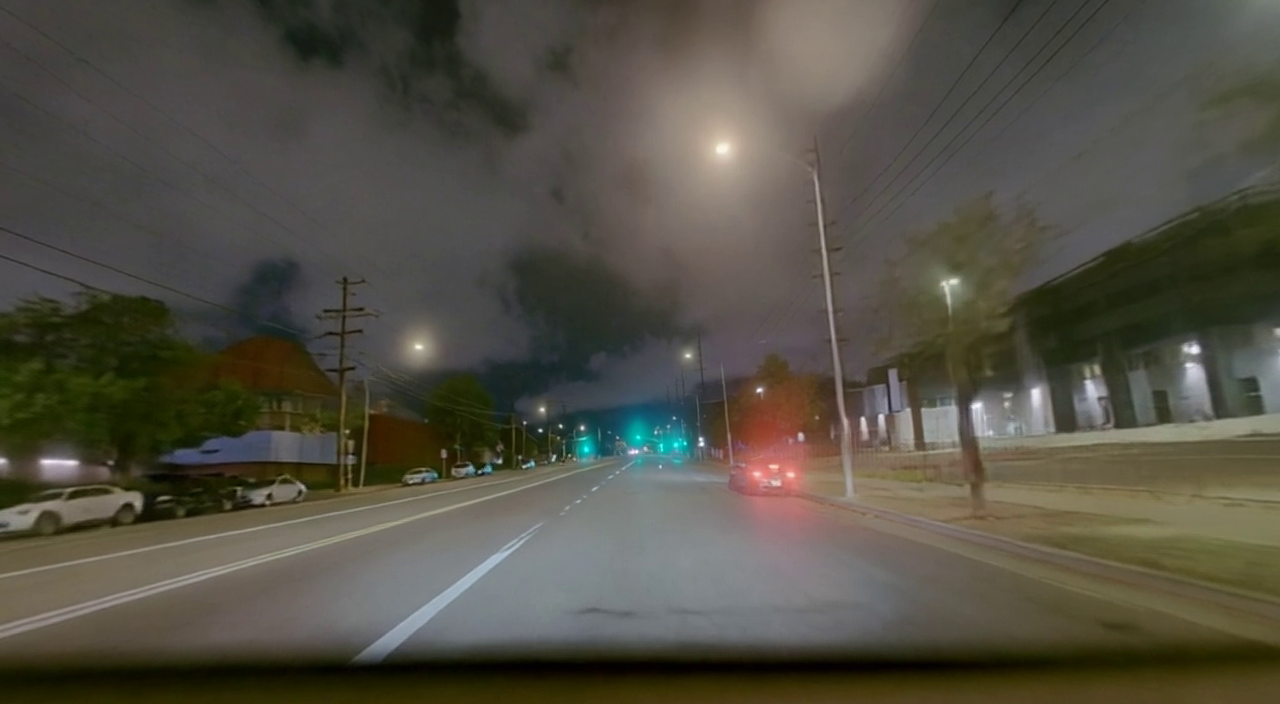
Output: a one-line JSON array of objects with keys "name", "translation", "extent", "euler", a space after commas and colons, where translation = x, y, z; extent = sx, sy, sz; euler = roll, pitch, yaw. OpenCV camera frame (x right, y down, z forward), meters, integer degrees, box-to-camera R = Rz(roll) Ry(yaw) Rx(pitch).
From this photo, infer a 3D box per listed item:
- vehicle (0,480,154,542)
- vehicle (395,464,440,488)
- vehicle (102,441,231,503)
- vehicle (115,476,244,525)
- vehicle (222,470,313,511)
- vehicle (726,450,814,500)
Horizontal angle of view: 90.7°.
[{"name": "vehicle", "translation": [-17.574, 4.810, 19.323], "extent": [1.892, 1.515, 4.622], "euler": [-6, -11, -1]}, {"name": "vehicle", "translation": [-17.436, 9.730, 49.830], "extent": [1.931, 1.501, 4.564], "euler": [-6, -9, -1]}, {"name": "vehicle", "translation": [-25.105, 6.376, 33.815], "extent": [4.857, 2.616, 2.616], "euler": [-3, -10, -17]}, {"name": "vehicle", "translation": [-17.666, 5.693, 24.599], "extent": [1.845, 1.450, 4.457], "euler": [-6, -10, -2]}, {"name": "vehicle", "translation": [-17.655, 6.555, 30.200], "extent": [1.852, 1.551, 4.276], "euler": [-6, -10, -1]}, {"name": "vehicle", "translation": [4.246, 4.099, 21.476], "extent": [2.002, 1.459, 4.357], "euler": [0, -9, -1]}]
